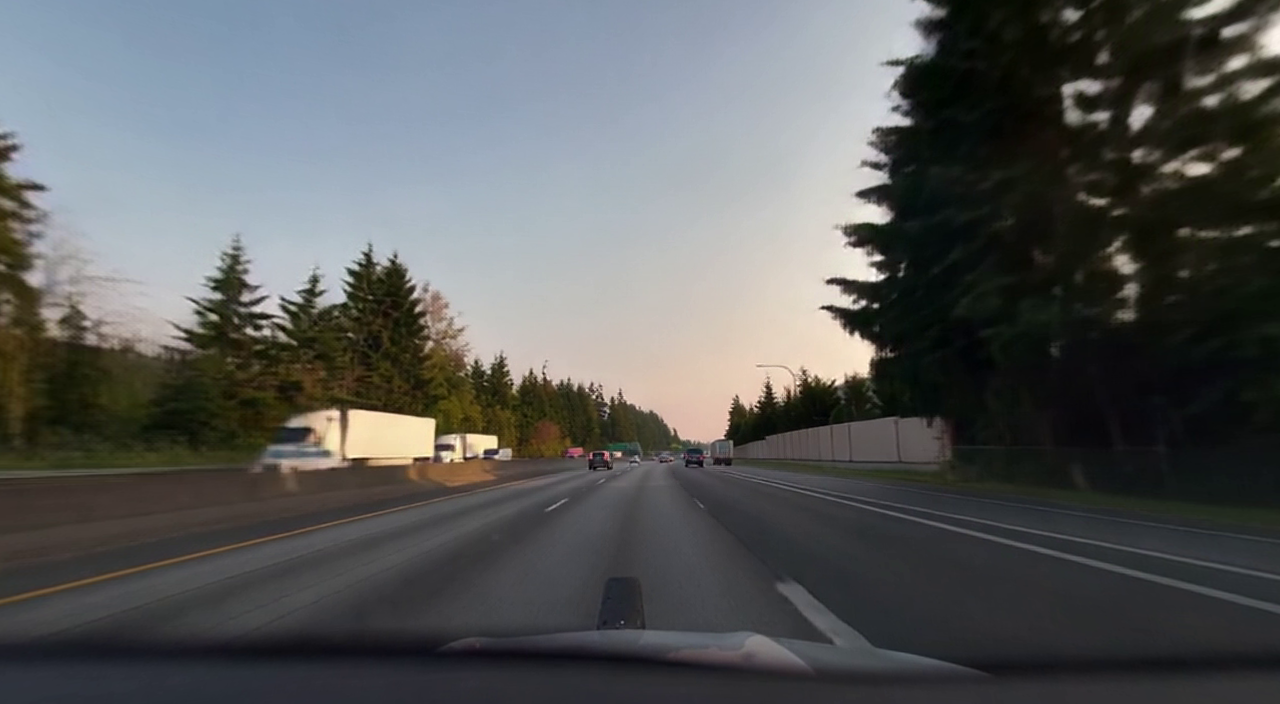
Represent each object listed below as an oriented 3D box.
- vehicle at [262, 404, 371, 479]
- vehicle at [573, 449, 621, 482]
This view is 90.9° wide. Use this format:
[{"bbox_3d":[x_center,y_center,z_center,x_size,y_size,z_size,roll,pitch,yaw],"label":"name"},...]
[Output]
[{"bbox_3d":[-18.357,5.181,36.249,2.990,3.877,5.797,0,-9,1],"label":"vehicle"},{"bbox_3d":[-2.096,5.704,31.842,2.035,1.513,4.272,0,-9,1],"label":"vehicle"}]
